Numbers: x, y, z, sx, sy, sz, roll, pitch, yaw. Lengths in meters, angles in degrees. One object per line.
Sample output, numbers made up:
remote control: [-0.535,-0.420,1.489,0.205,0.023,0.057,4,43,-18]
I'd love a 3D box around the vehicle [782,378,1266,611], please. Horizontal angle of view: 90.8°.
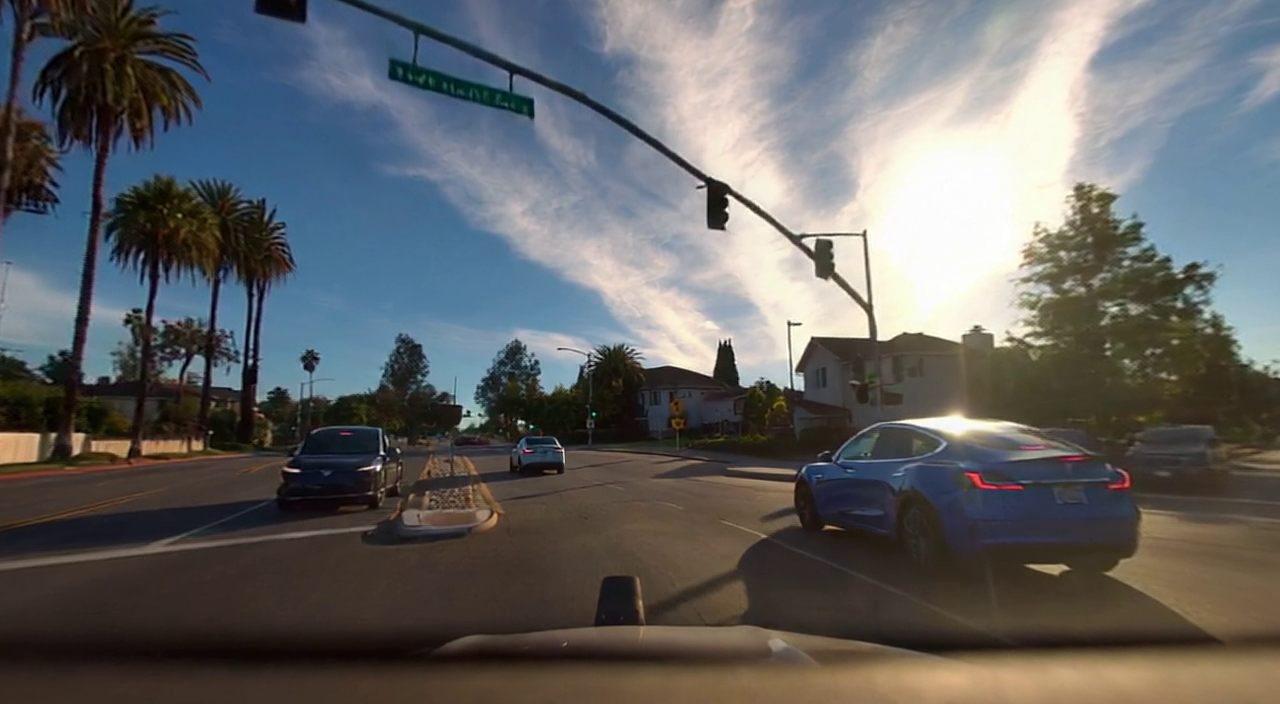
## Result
vehicle: [3.673,1.493,7.640,2.205,1.803,5.135,1,-8,-6]

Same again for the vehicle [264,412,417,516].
vehicle: [-6.536,2.480,14.549,2.283,1.878,5.384,2,-9,-16]

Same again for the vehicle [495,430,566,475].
vehicle: [-4.682,4.171,26.465,2.341,1.709,4.466,2,-9,-17]
